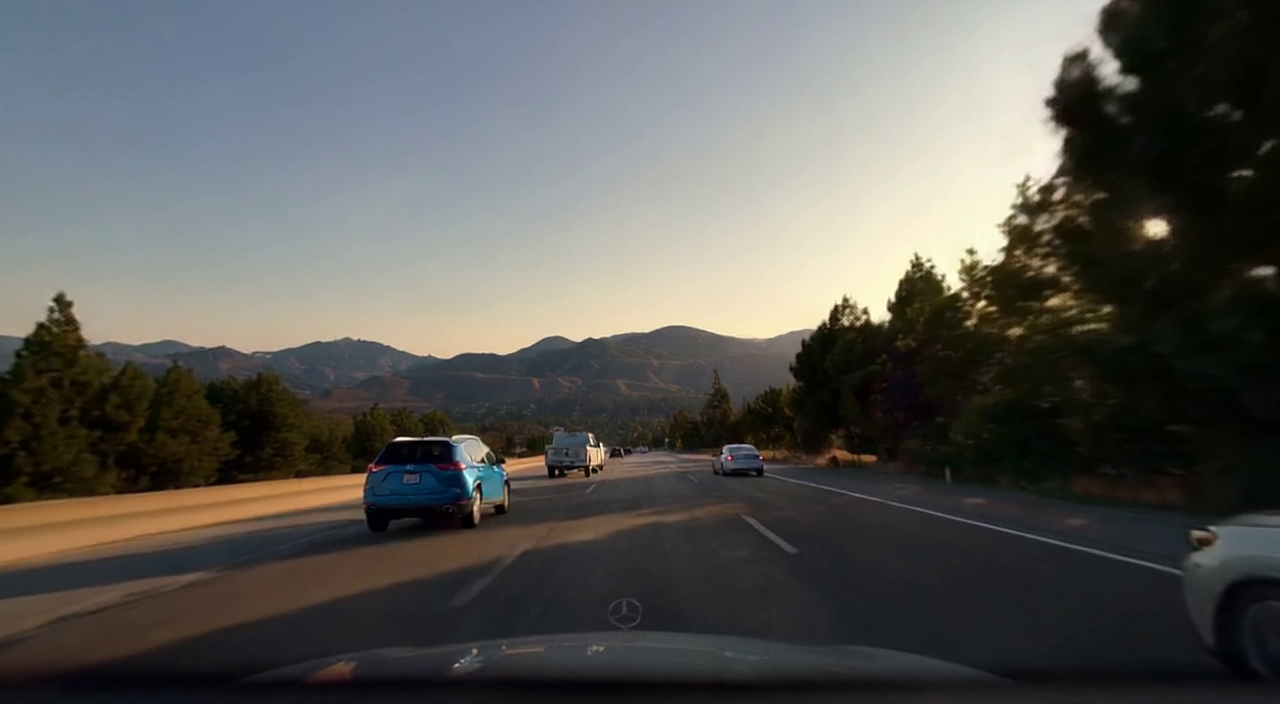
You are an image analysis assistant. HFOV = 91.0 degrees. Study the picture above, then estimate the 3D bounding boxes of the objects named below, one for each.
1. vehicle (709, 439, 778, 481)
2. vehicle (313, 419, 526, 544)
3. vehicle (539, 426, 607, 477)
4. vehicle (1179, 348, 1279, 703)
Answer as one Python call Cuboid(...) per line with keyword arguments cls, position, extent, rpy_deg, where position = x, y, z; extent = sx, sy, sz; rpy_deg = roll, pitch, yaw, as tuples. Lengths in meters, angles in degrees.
Cuboid(cls="vehicle", position=(4.192, 4.429, 26.240), extent=(2.071, 1.570, 4.637), rpy_deg=(0, -8, 0))
Cuboid(cls="vehicle", position=(-3.450, 2.103, 10.905), extent=(2.080, 1.716, 4.207), rpy_deg=(0, -8, 1))
Cuboid(cls="vehicle", position=(-3.005, 4.635, 29.666), extent=(2.494, 2.136, 5.539), rpy_deg=(0, -8, 1))
Cuboid(cls="vehicle", position=(3.992, 0.575, 1.075), extent=(2.066, 1.696, 4.604), rpy_deg=(0, -8, 1))
